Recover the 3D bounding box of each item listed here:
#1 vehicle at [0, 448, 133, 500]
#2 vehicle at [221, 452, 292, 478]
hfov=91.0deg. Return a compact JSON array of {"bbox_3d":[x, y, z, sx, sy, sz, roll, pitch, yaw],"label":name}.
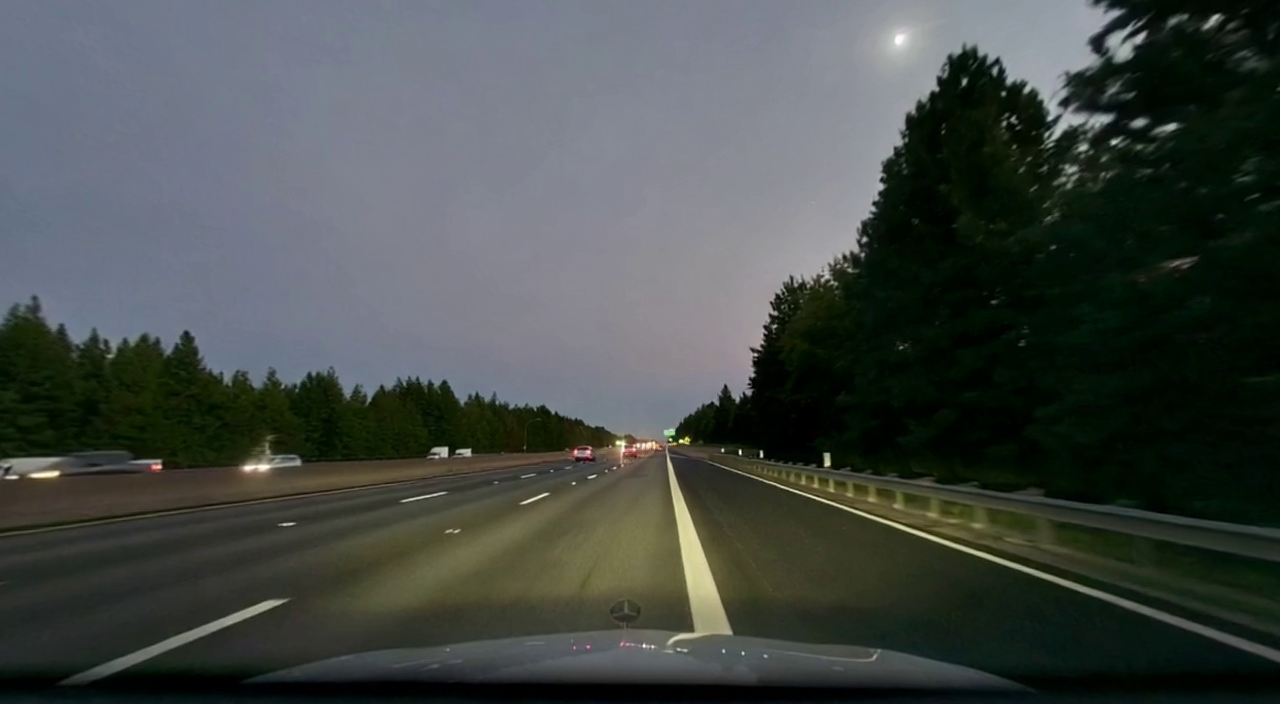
[{"bbox_3d":[-39.678,8.041,42.495,2.804,3.028,9.309,0,-8,2],"label":"vehicle"},{"bbox_3d":[-23.929,7.061,39.403,1.710,1.457,4.093,0,-8,3],"label":"vehicle"}]
